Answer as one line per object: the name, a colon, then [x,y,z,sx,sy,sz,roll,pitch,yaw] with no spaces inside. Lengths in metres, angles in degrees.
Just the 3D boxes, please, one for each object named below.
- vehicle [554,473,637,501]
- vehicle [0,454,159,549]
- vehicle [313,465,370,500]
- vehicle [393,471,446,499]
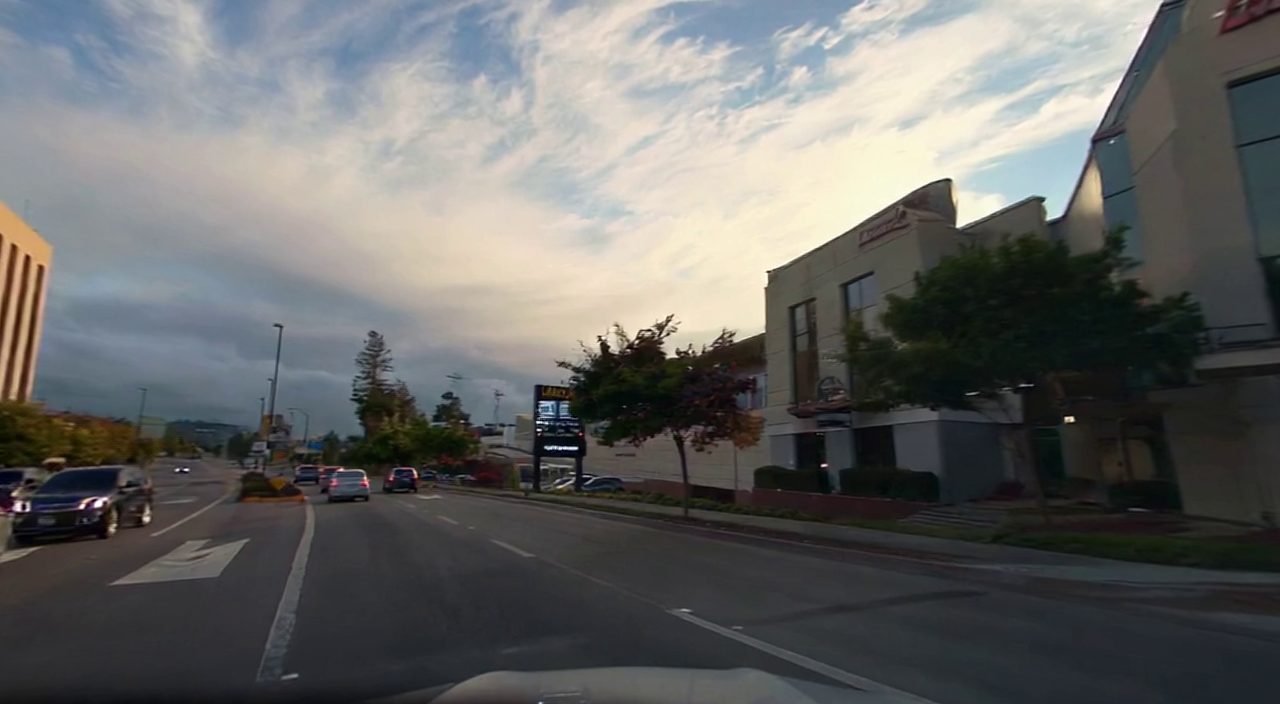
vehicle: [-2.487,7.532,35.220,4.302,1.456,1.832,5,-11,-22]
vehicle: [-12.367,3.149,13.806,2.011,1.701,4.519,6,-12,-28]
vehicle: [-14.021,6.043,29.365,2.005,1.498,3.643,6,-12,-29]
vehicle: [-10.543,6.315,29.909,1.775,1.186,2.933,7,-12,-30]
